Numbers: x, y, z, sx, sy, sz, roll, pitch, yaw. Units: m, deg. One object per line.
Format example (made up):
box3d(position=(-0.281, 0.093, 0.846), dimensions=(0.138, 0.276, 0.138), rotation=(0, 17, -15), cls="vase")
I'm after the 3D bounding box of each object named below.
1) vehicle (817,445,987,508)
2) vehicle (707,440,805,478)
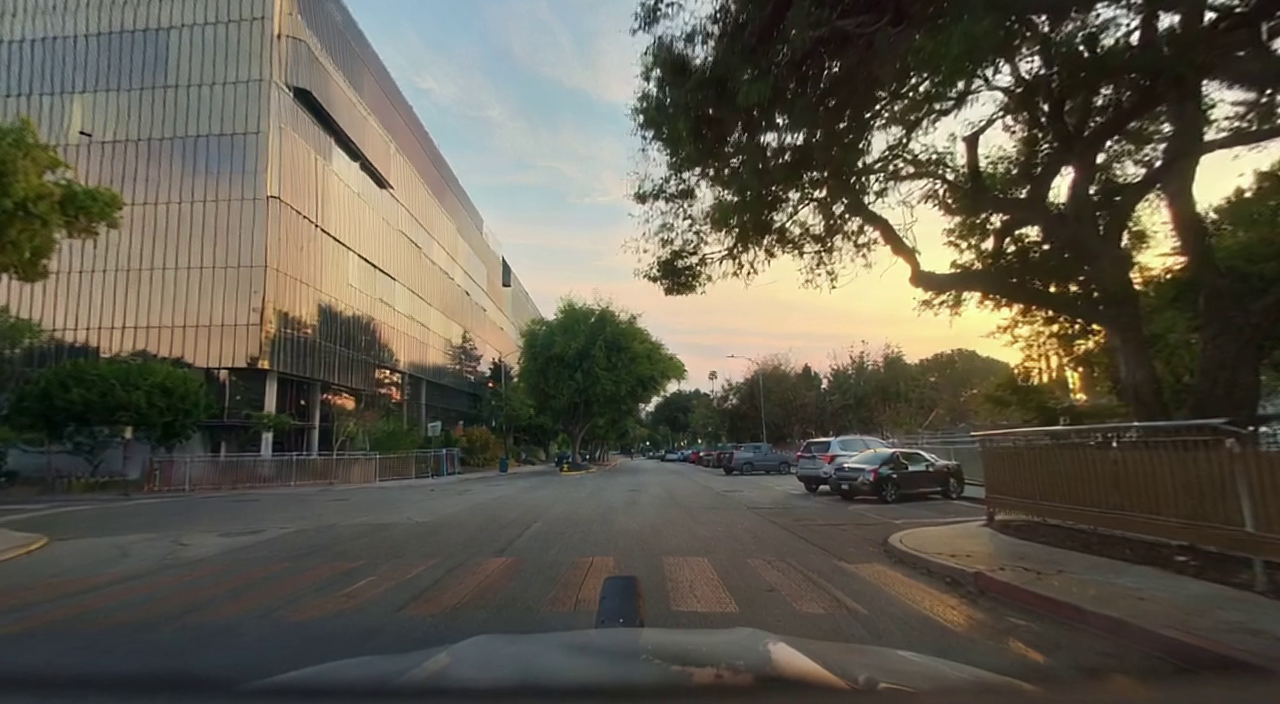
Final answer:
box3d(position=(7.084, 3.245, 16.973), dimensions=(4.402, 1.474, 1.957), rotation=(5, -10, -32), cls="vehicle")
box3d(position=(6.538, 5.985, 35.580), dimensions=(5.061, 1.829, 2.274), rotation=(2, -9, -28), cls="vehicle")
